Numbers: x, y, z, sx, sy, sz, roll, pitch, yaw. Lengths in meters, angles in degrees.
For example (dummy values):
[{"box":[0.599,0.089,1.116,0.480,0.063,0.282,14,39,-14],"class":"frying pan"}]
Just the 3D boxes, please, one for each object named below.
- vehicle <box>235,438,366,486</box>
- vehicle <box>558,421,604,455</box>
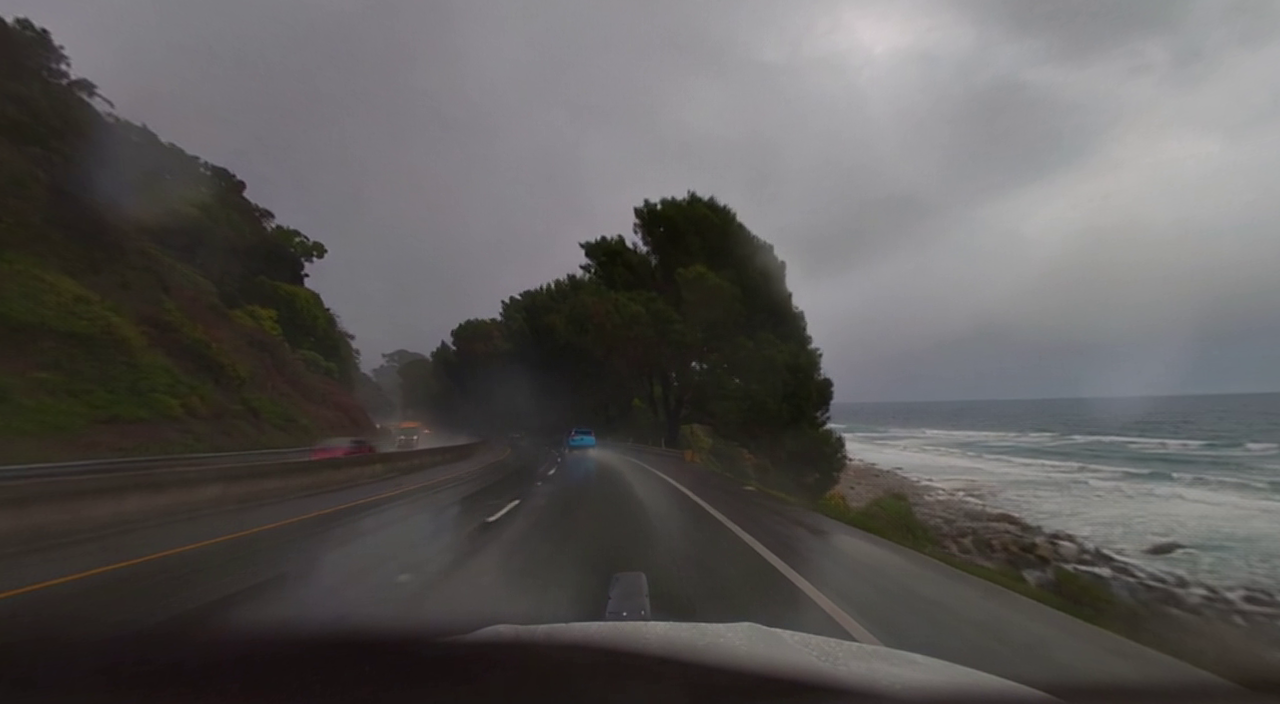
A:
[{"box":[-11.314,3.696,21.428,2.287,1.438,4.244,1,-9,-4],"class":"vehicle"},{"box":[-4.079,5.856,42.652,2.632,2.162,5.529,2,-9,-10],"class":"vehicle"}]
